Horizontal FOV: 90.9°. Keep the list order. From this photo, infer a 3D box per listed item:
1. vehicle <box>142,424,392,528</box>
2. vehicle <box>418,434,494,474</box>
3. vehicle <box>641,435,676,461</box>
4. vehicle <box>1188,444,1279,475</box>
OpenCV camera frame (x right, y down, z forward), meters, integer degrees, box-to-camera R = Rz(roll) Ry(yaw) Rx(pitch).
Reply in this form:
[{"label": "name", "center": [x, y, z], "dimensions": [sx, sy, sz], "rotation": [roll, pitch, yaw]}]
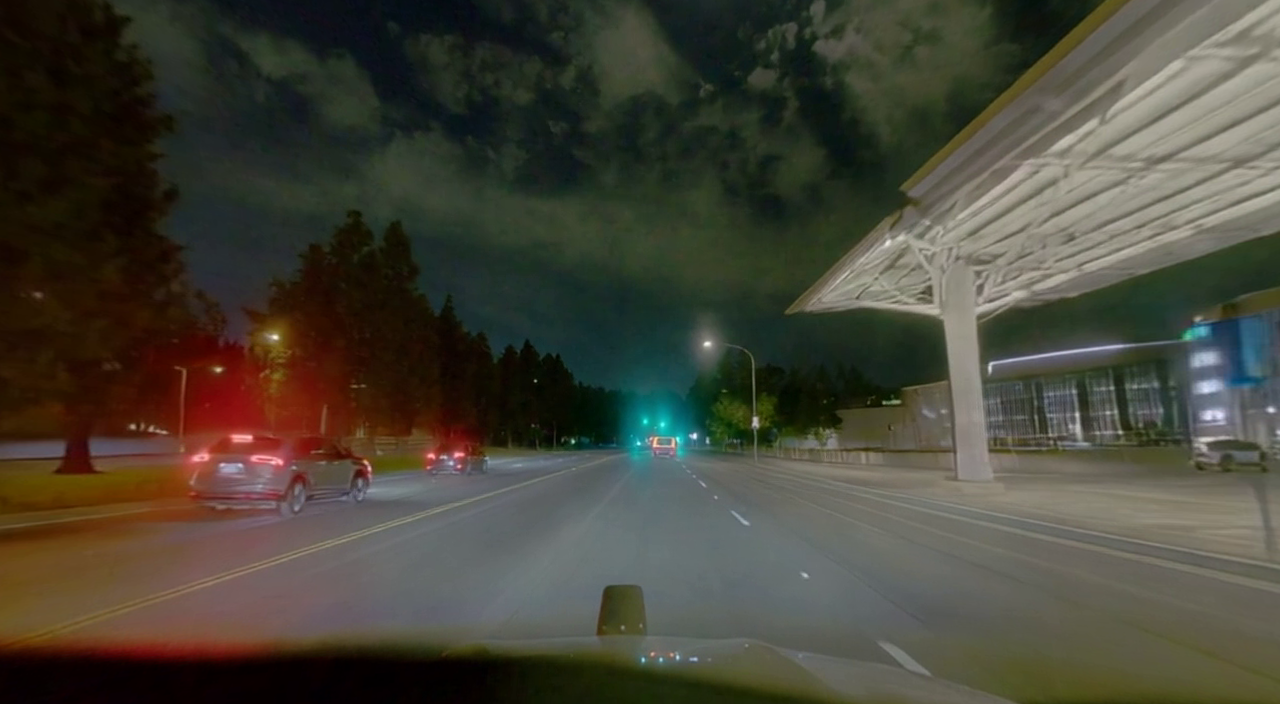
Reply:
[{"label": "vehicle", "center": [-7.184, 2.418, 12.910], "dimensions": [2.181, 1.728, 4.515], "rotation": [-1, -8, 3]}, {"label": "vehicle", "center": [-8.843, 4.961, 30.805], "dimensions": [2.097, 1.782, 4.682], "rotation": [-1, -8, 3]}, {"label": "vehicle", "center": [1.424, 7.096, 46.475], "dimensions": [2.345, 1.803, 4.261], "rotation": [-1, -8, 4]}, {"label": "vehicle", "center": [31.872, 5.564, 32.997], "dimensions": [1.966, 1.494, 4.685], "rotation": [0, -8, -4]}]
